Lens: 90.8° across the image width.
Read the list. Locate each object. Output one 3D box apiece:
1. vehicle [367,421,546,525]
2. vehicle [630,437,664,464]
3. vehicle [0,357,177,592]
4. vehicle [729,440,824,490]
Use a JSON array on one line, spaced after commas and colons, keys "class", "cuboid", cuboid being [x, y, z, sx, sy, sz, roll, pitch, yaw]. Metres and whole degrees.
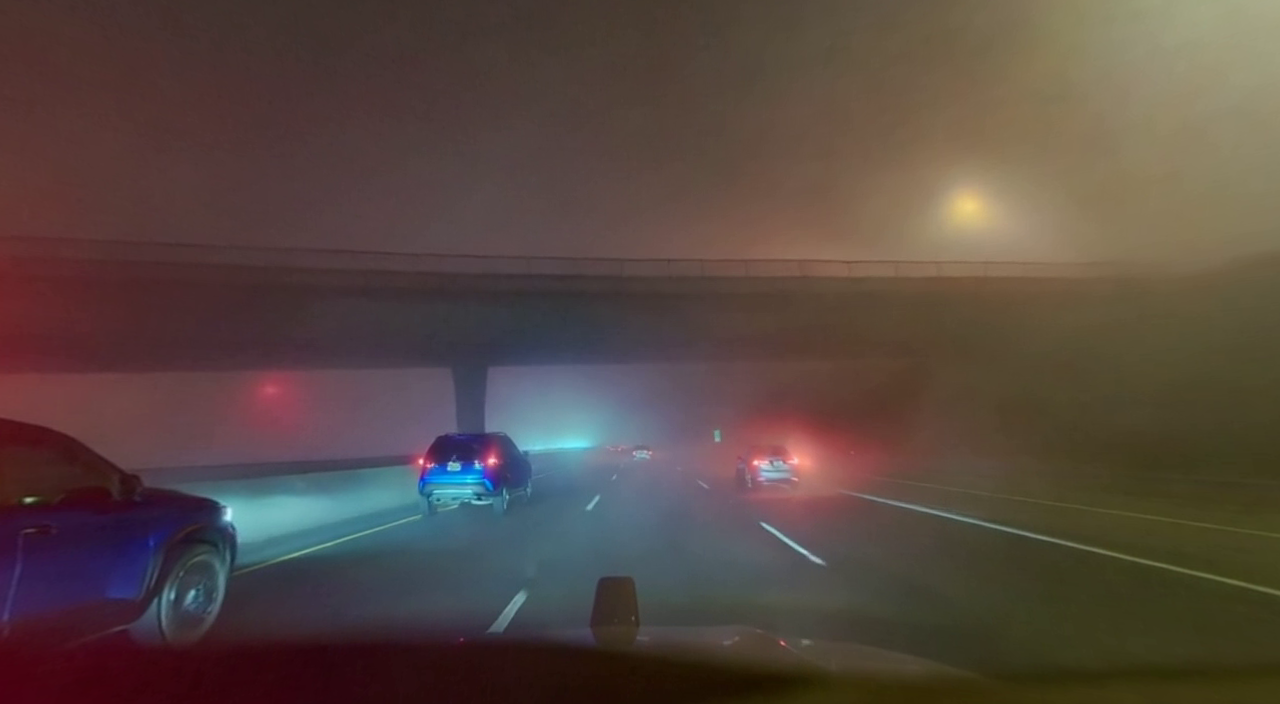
[{"class": "vehicle", "cuboid": [-3.239, 2.233, 12.204, 2.193, 1.641, 4.077, 0, -8, 1]}, {"class": "vehicle", "cuboid": [0.506, 7.150, 46.162, 2.428, 1.841, 4.402, 0, -8, 1]}, {"class": "vehicle", "cuboid": [-6.572, 0.944, 4.692, 2.327, 1.958, 5.113, 0, -8, 0]}, {"class": "vehicle", "cuboid": [4.307, 3.622, 20.686, 2.083, 1.453, 4.307, 0, -8, -1]}]
